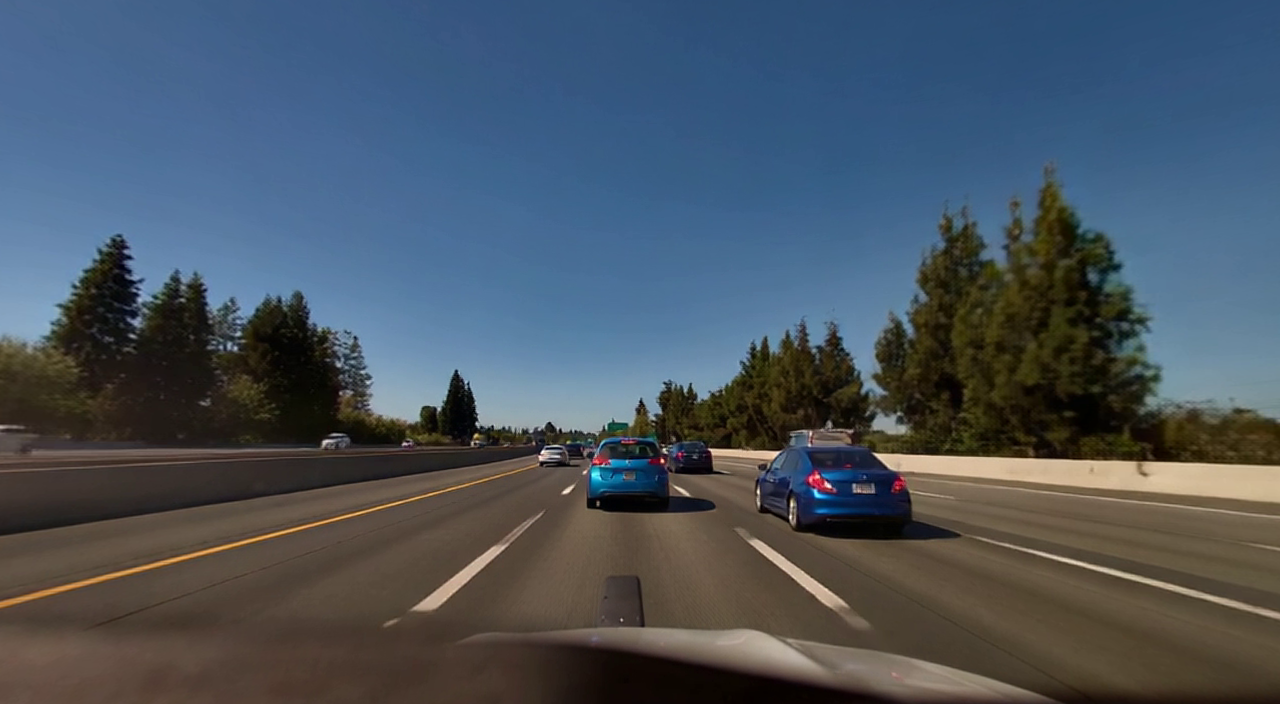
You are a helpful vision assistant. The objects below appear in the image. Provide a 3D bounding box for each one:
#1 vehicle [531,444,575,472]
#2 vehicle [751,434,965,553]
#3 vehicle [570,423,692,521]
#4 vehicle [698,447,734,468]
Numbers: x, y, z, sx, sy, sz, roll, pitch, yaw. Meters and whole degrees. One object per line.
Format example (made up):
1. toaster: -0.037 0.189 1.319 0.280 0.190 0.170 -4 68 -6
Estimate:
1. vehicle: -5.044 6.201 37.070 2.023 1.497 4.526 1 -9 -2
2. vehicle: 3.246 2.184 10.442 1.975 1.532 4.227 1 -9 -1
3. vehicle: -0.185 2.475 13.400 2.181 1.728 3.970 1 -9 -1
4. vehicle: 5.700 7.991 47.911 1.972 1.521 4.498 1 -9 -3
